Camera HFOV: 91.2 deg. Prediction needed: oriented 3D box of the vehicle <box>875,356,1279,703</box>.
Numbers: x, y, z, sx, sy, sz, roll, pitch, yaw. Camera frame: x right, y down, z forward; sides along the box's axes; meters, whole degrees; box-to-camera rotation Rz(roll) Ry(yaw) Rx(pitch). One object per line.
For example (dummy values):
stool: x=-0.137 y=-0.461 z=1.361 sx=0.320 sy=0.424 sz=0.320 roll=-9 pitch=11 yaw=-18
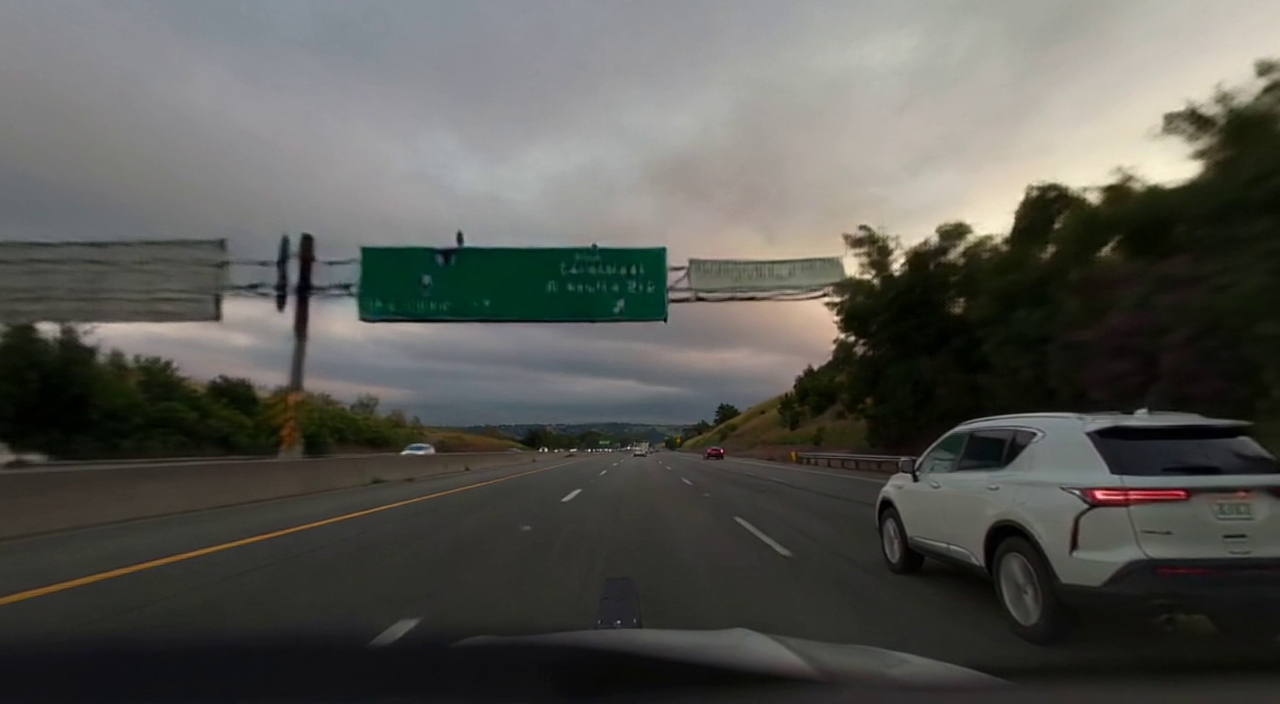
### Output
vehicle: x=3.577 y=1.191 z=4.868 sx=1.784 sy=1.733 sz=4.141 roll=0 pitch=-9 yaw=-1
